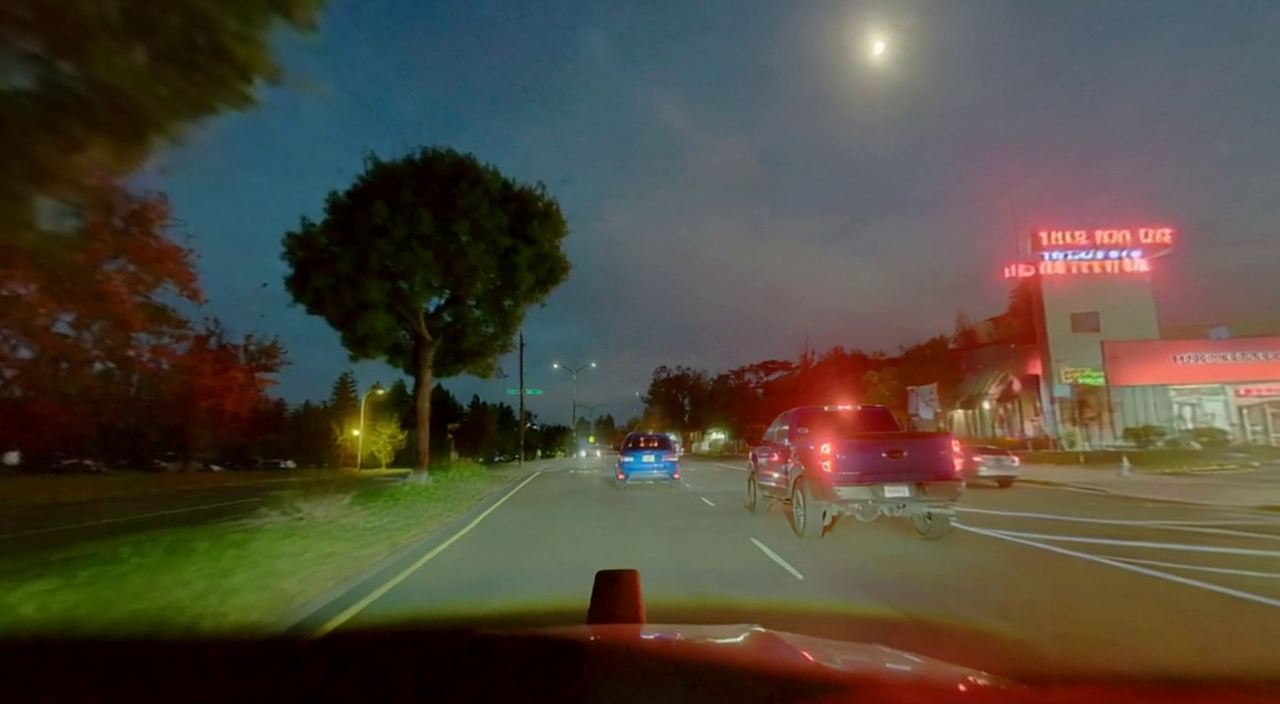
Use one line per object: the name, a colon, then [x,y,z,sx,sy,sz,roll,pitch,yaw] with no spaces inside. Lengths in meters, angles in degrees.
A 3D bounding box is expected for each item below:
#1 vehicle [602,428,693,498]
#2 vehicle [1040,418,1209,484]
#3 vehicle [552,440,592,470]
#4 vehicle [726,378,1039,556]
vehicle: [0.153,2.931,16.947,2.145,1.650,4.021,0,-8,-1]
vehicle: [15.110,3.080,19.680,4.299,1.878,1.989,3,-9,-19]
vehicle: [-3.585,5.454,33.568,1.960,1.475,4.161,1,-9,-5]
vehicle: [3.314,1.816,10.595,2.731,2.101,6.047,0,-8,-1]
